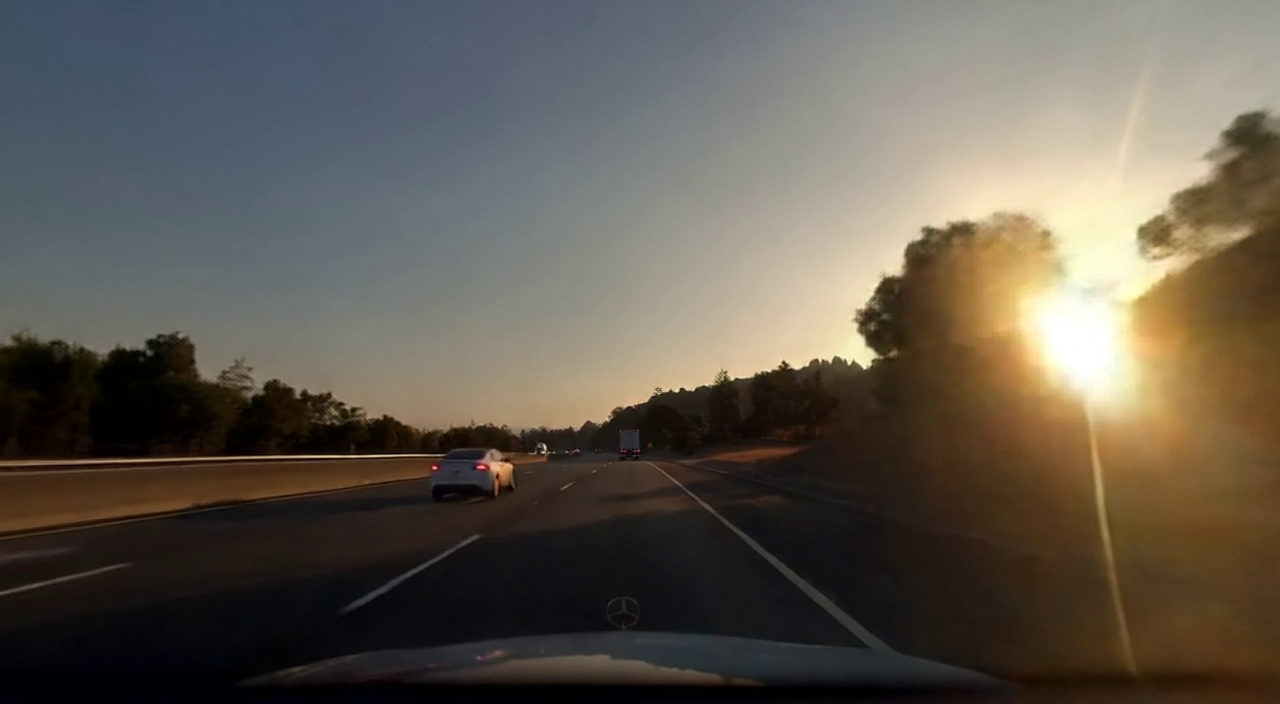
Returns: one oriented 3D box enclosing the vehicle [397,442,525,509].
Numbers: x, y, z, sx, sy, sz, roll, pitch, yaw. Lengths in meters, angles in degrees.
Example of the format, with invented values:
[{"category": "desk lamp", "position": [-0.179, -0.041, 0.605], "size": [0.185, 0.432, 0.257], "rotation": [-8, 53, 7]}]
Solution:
[{"category": "vehicle", "position": [-4.734, 3.324, 17.601], "size": [2.108, 1.573, 5.000], "rotation": [0, -9, 0]}]
